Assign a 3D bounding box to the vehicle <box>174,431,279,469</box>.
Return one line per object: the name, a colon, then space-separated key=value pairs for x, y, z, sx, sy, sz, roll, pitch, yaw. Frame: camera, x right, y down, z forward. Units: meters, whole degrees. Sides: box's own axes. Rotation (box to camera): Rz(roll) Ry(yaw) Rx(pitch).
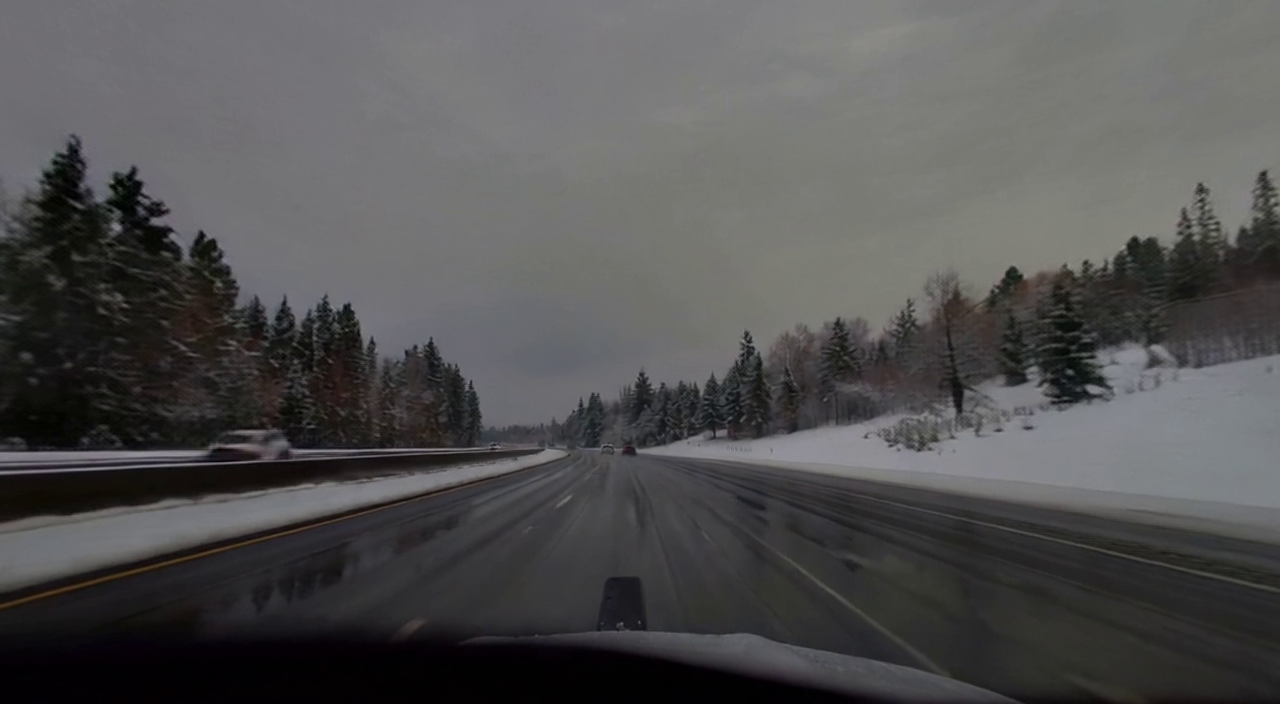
vehicle: x=-18.910 y=4.517 z=29.087 sx=2.155 sy=1.634 sz=4.077 roll=0 pitch=-9 yaw=-2
